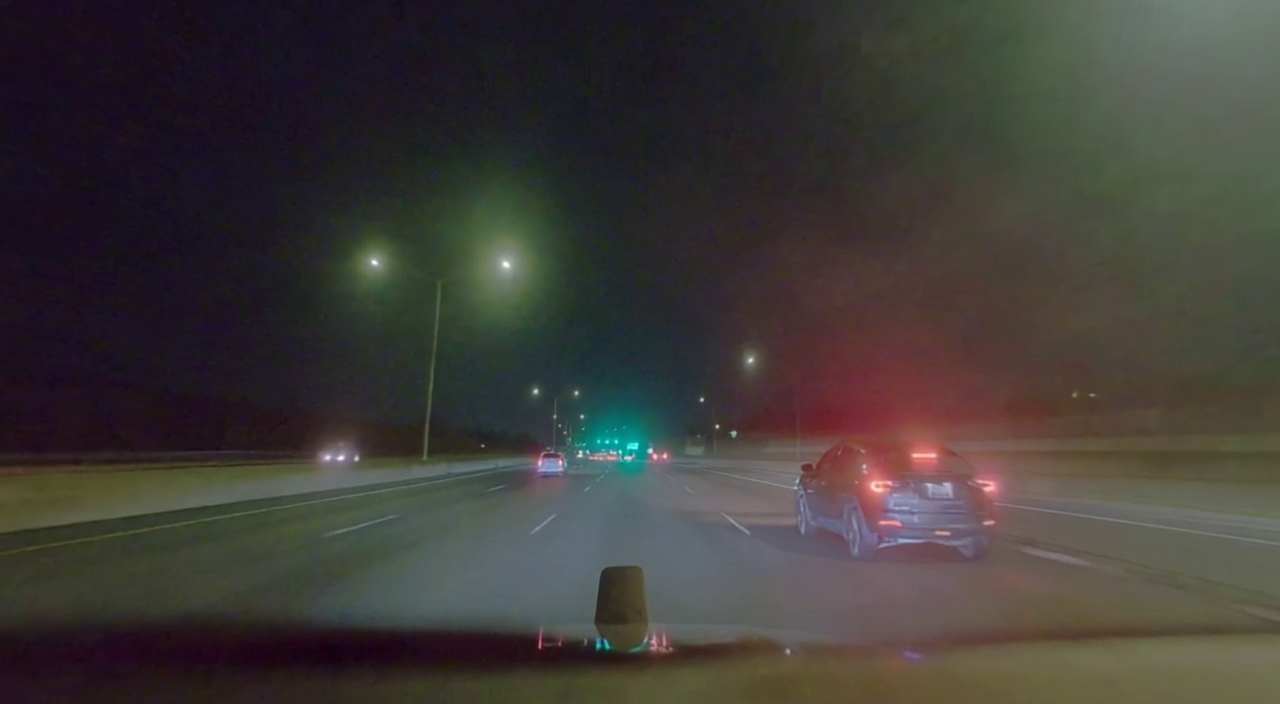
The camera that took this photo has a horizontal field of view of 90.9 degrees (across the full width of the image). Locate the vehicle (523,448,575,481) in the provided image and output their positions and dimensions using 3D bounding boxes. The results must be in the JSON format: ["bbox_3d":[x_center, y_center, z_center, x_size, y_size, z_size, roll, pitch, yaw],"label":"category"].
[{"bbox_3d":[-4.412,5.493,31.147,2.014,1.481,4.156,0,-9,-1],"label":"vehicle"}]
